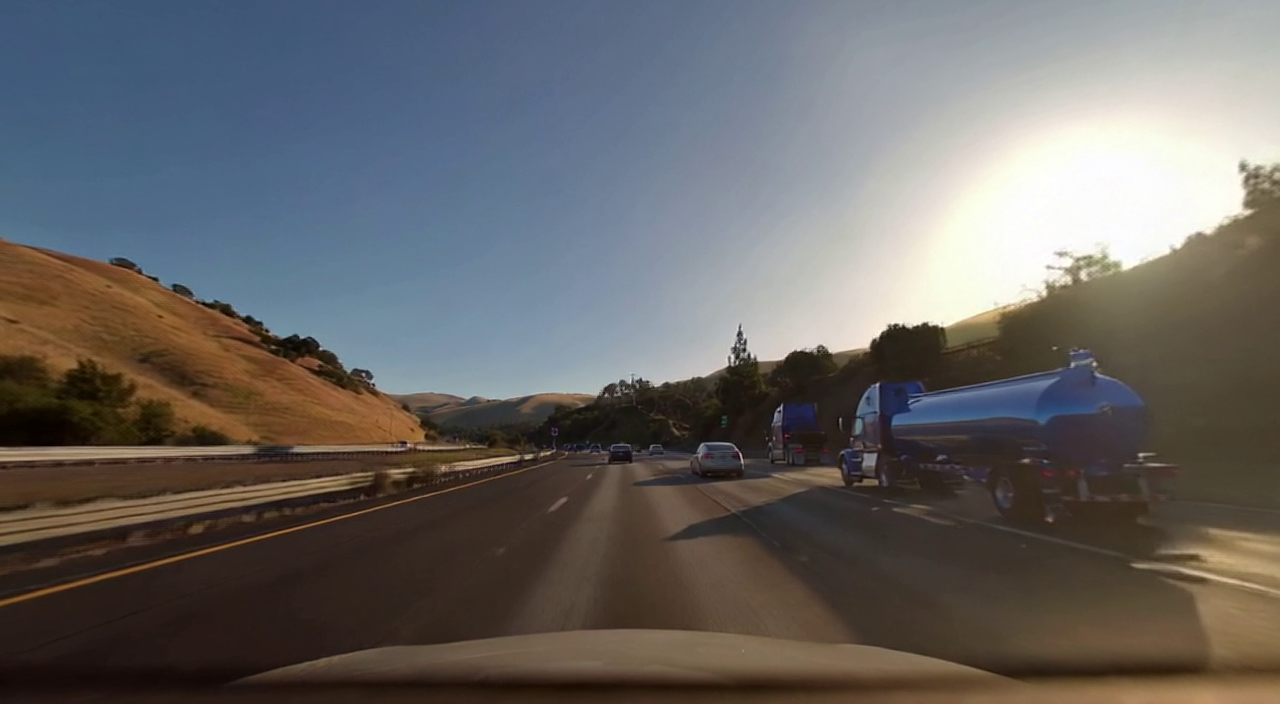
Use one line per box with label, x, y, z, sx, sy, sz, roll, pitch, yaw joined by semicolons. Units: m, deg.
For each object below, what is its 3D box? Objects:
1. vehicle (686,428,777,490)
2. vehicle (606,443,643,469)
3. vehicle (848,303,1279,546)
vehicle;2.859;3.470;20.840;2.098;1.794;4.561;0;-9;-3
vehicle;-0.953;6.157;37.584;2.083;1.477;3.965;0;-9;-3
vehicle;7.565;1.657;13.336;2.805;3.212;9.978;0;-9;-1
